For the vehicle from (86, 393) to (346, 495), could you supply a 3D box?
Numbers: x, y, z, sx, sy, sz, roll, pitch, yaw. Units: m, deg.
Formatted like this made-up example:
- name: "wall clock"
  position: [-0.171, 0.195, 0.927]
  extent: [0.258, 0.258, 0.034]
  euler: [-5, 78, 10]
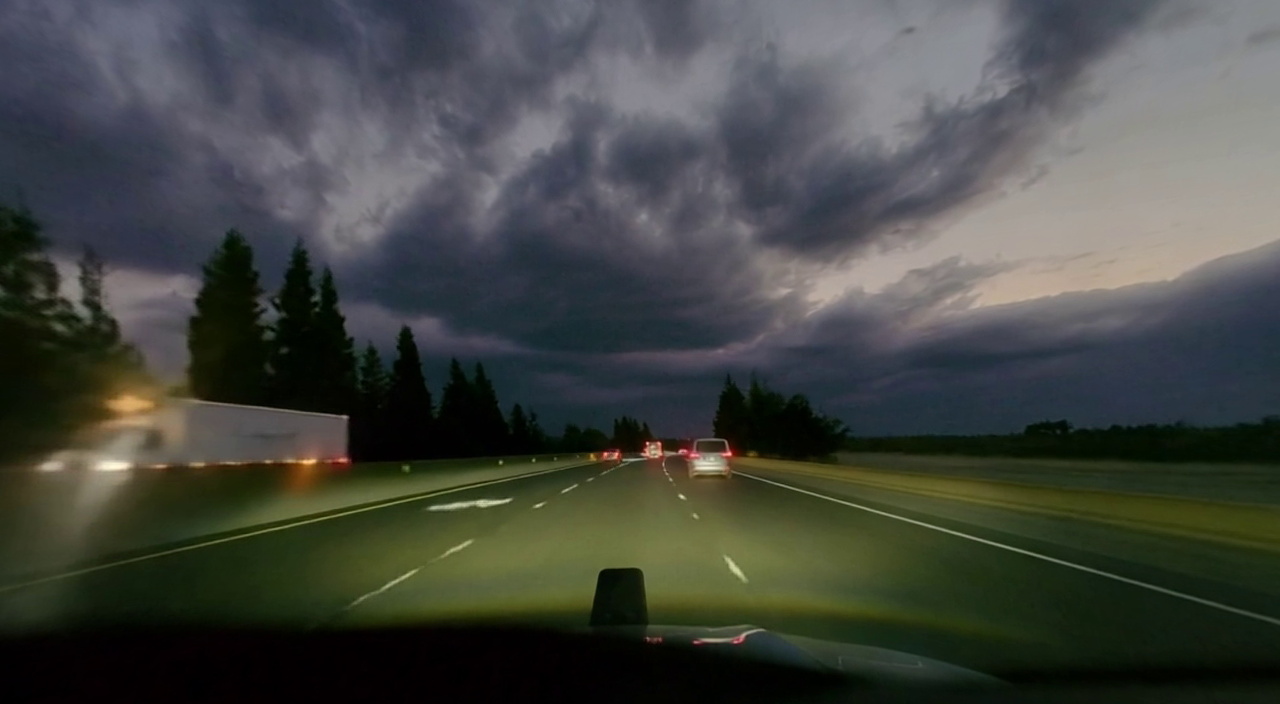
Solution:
- name: "vehicle"
  position: [-19.987, 4.723, 31.923]
  extent: [2.877, 3.982, 14.343]
  euler: [0, -9, 1]

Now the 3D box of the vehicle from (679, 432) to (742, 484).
- name: "vehicle"
  position: [2.936, 4.575, 27.363]
  extent: [2.219, 2.033, 4.911]
  euler: [0, -9, 1]

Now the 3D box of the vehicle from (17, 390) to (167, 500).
- name: "vehicle"
  position: [-20.202, 3.448, 23.417]
  extent: [2.917, 3.843, 2.501]
  euler: [0, -9, 1]
